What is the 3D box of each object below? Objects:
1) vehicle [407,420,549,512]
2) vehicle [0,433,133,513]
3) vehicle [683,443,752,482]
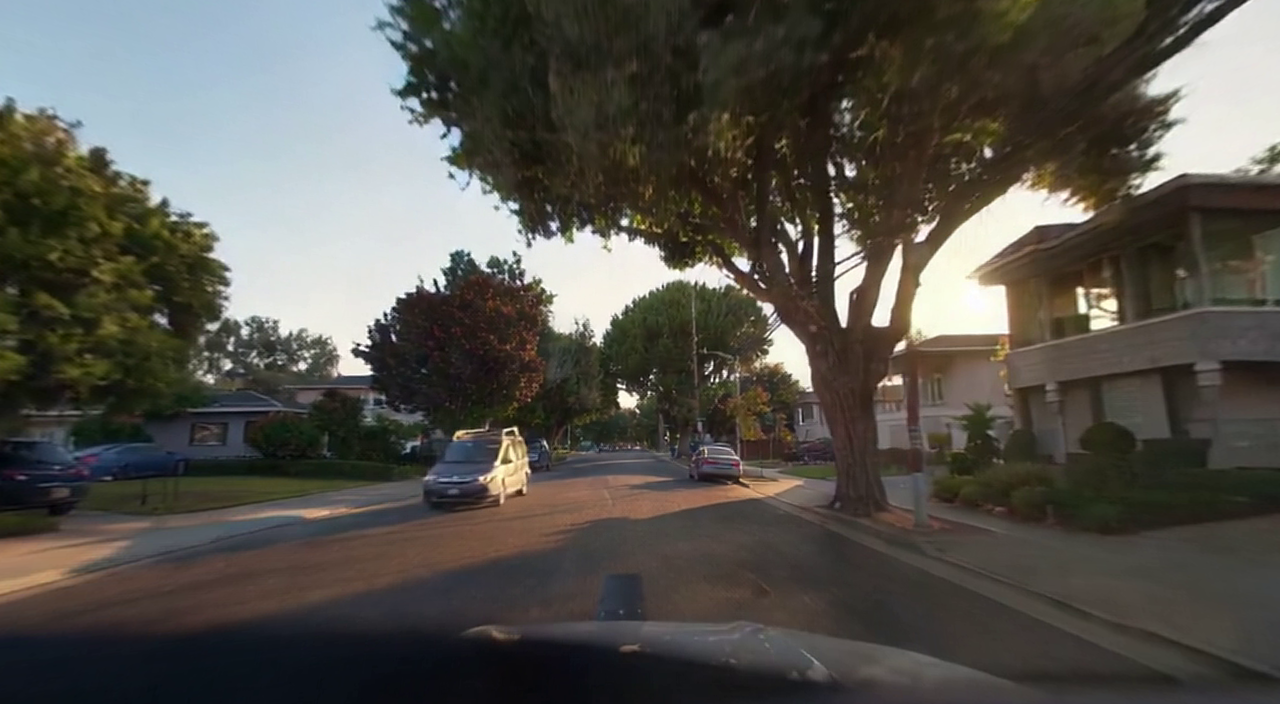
[{"bbox_3d":[-3.629,2.641,15.149,2.032,1.836,4.520,0,-8,2],"label":"vehicle"},{"bbox_3d":[-13.314,2.377,12.710,4.443,1.475,1.932,1,-8,-2],"label":"vehicle"},{"bbox_3d":[3.094,4.529,26.217,1.944,1.439,4.500,1,-8,-4],"label":"vehicle"}]
